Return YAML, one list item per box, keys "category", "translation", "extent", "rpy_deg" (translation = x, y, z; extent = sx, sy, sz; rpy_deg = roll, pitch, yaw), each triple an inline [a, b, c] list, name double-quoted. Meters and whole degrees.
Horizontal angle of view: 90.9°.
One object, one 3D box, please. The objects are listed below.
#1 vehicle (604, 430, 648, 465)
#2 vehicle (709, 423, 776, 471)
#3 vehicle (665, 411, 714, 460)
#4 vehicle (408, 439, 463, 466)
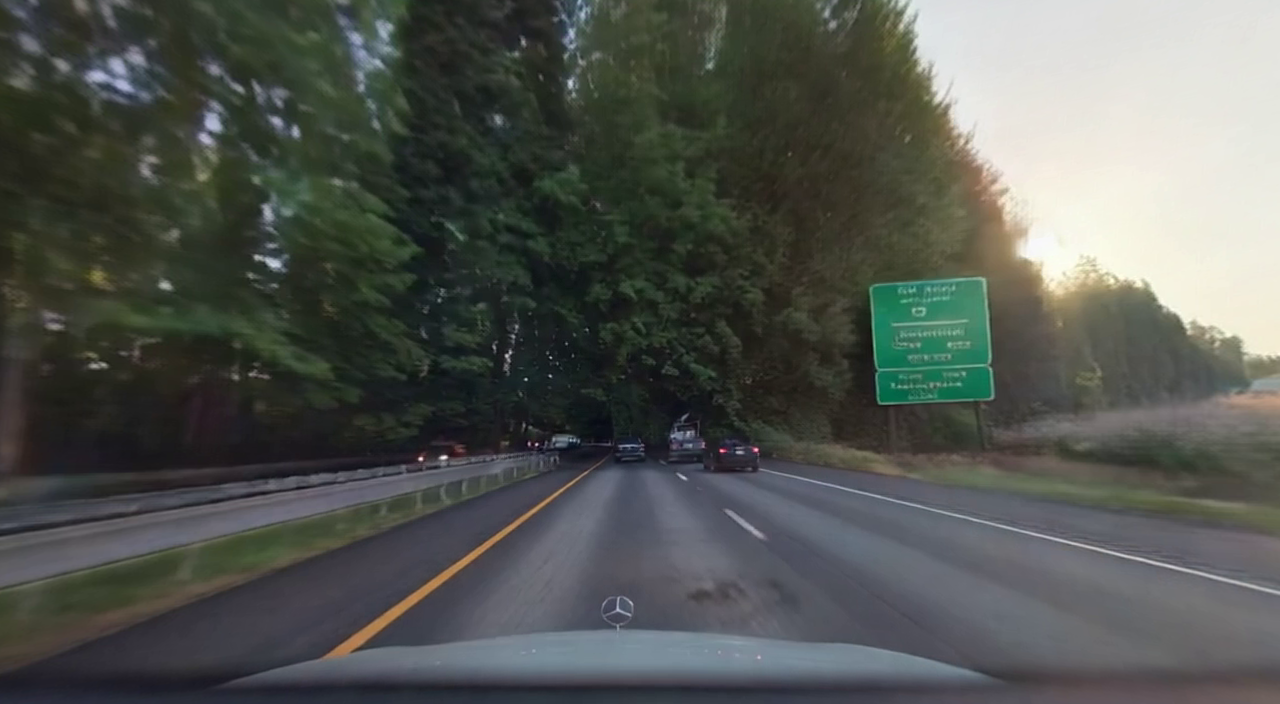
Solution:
- category: "vehicle"
  translation: [-0.725, 4.992, 33.184]
  extent: [2.206, 1.681, 4.111]
  rpy_deg: [0, -8, -1]
- category: "vehicle"
  translation: [4.310, 4.054, 27.208]
  extent: [2.073, 1.905, 4.023]
  rpy_deg: [0, -8, -3]
- category: "vehicle"
  translation: [3.297, 5.764, 43.657]
  extent: [2.728, 3.053, 7.708]
  rpy_deg: [0, -8, 0]
- category: "vehicle"
  translation: [-13.957, 6.876, 43.424]
  extent: [2.227, 1.701, 4.779]
  rpy_deg: [0, -8, 0]
